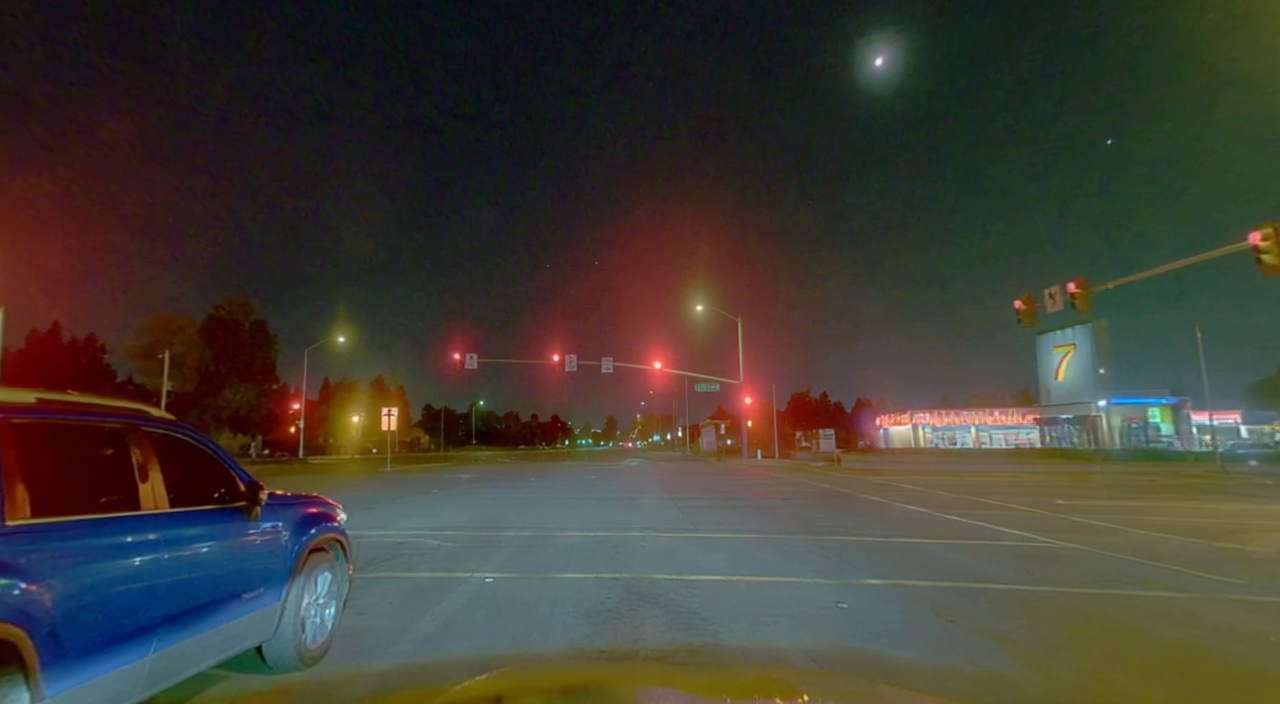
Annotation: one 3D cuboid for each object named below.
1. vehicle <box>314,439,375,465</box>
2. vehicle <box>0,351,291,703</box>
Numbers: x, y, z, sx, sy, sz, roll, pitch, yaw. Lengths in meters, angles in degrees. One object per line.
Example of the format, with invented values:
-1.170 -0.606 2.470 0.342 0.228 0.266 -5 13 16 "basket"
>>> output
-20.487 6.922 43.832 2.004 1.699 4.486 0 -9 0 "vehicle"
-3.441 0.802 2.037 2.053 1.690 4.364 0 -9 1 "vehicle"
